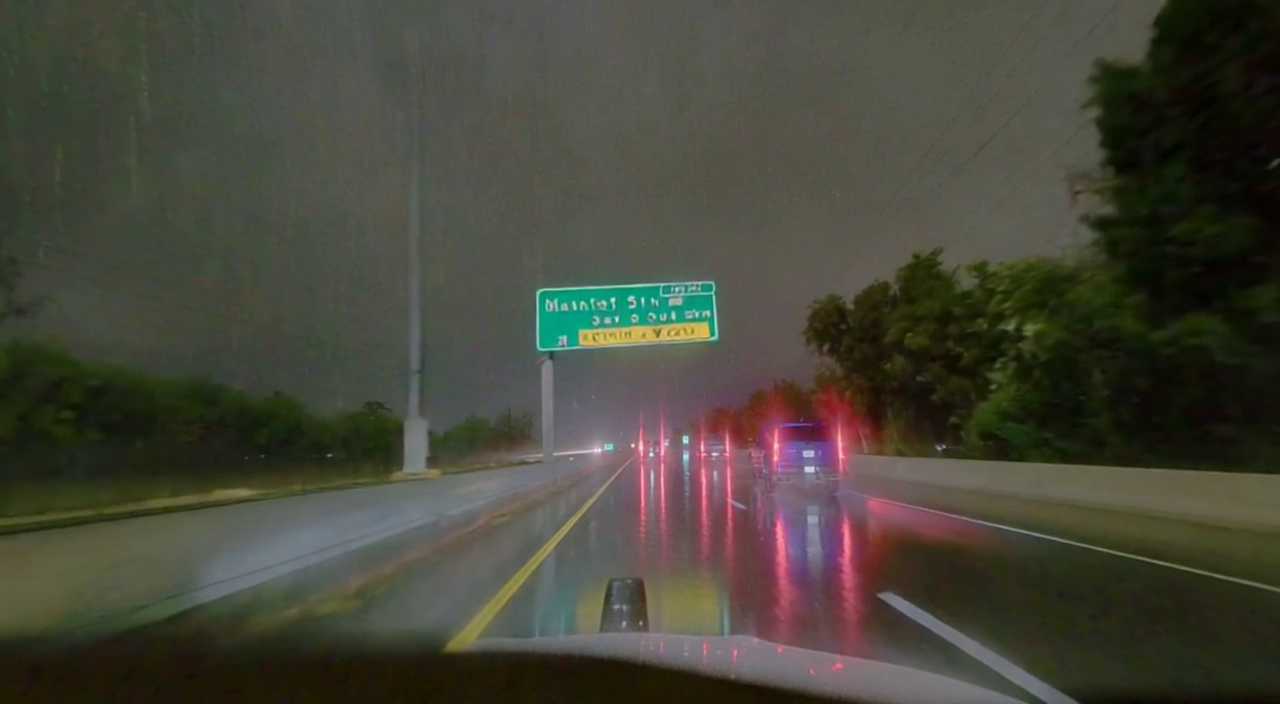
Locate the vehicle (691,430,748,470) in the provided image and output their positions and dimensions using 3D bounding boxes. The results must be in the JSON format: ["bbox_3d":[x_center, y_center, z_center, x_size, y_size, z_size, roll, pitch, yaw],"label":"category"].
[{"bbox_3d":[4.587,5.755,37.281,2.594,2.155,5.670,0,-8,0],"label":"vehicle"}]

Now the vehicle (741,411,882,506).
[{"bbox_3d":[4.184,2.712,16.452,2.145,2.069,5.057,0,-8,-1],"label":"vehicle"}]

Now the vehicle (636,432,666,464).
[{"bbox_3d":[0.790,7.289,47.899,2.099,2.260,4.899,0,-8,-1],"label":"vehicle"}]
